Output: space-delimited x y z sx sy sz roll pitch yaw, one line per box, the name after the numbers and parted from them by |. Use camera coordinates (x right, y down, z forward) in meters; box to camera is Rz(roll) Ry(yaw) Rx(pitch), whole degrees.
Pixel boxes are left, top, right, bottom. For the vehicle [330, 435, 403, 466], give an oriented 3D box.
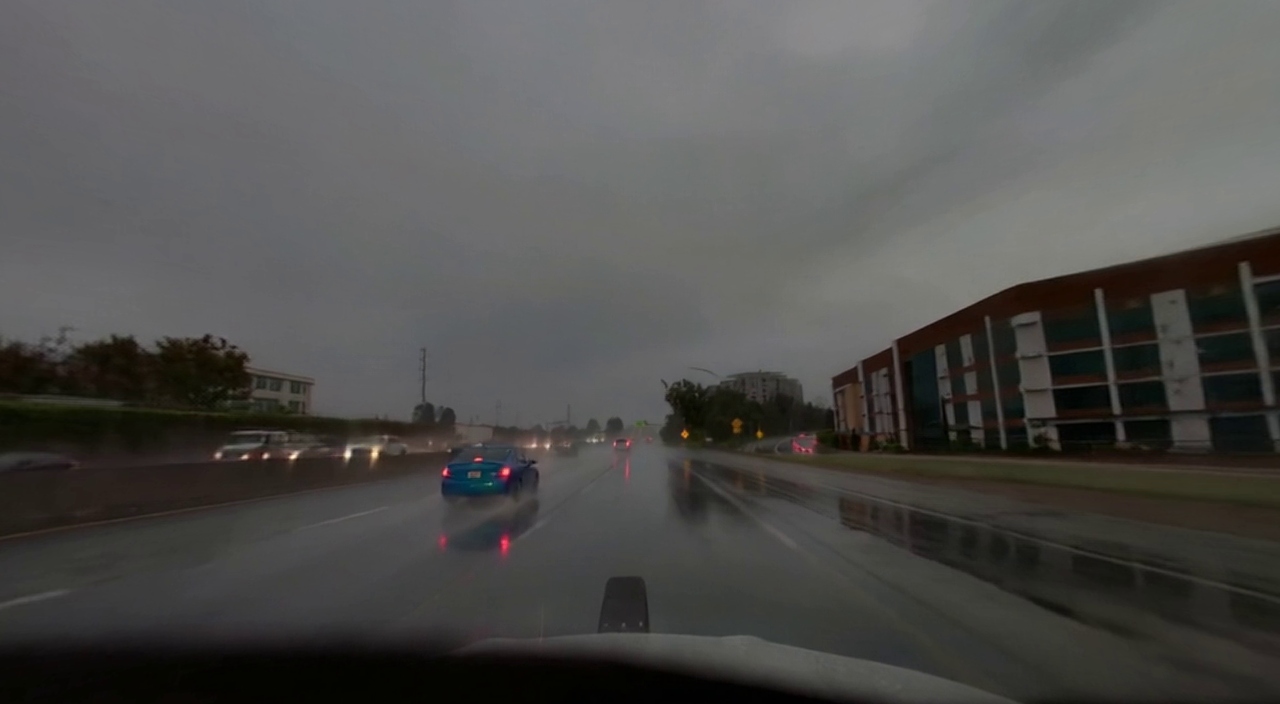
-16.632 6.020 38.690 2.020 1.706 5.332 0 -8 1 | vehicle

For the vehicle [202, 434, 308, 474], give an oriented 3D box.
-20.993 5.578 34.730 2.160 2.020 5.622 0 -8 1 | vehicle

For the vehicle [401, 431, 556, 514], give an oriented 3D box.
-3.419 2.671 14.565 2.144 1.565 4.951 0 -8 2 | vehicle
